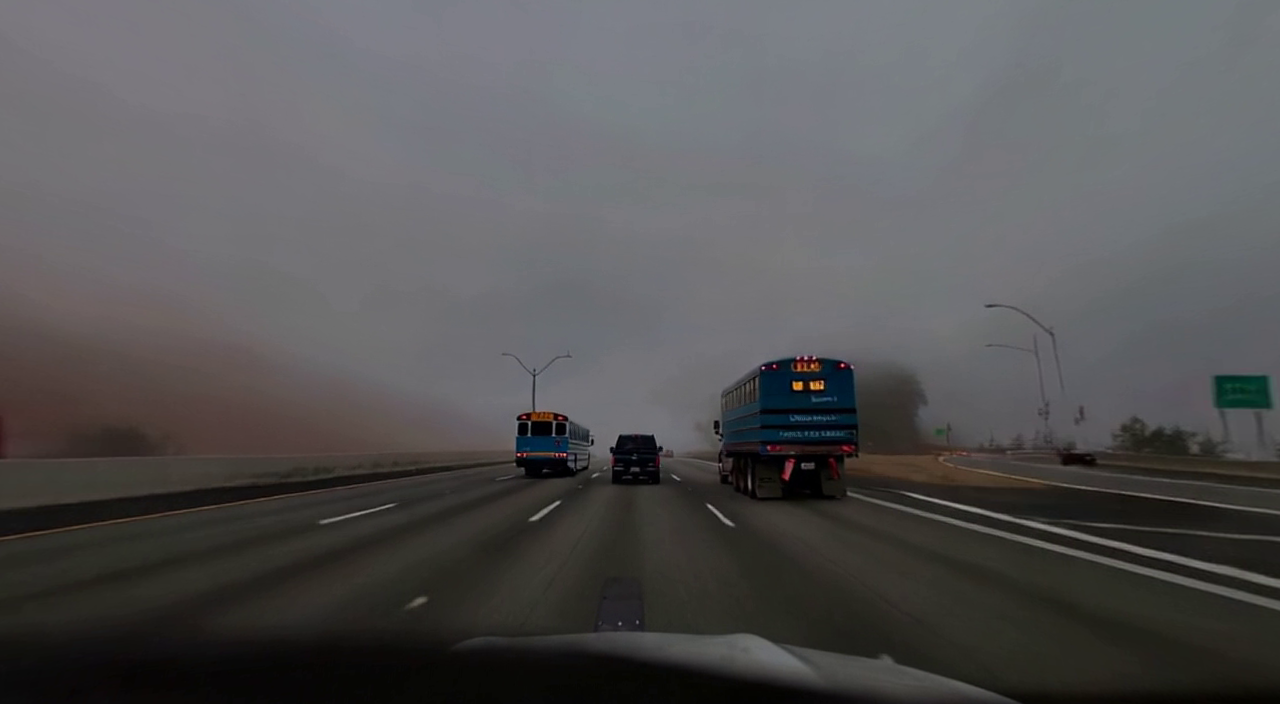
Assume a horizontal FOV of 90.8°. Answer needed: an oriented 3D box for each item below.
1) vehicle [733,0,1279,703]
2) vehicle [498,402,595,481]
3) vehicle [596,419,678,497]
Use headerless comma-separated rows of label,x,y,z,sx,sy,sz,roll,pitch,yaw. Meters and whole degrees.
vehicle,3.942,0.576,9.279,3.006,4.101,13.245,0,-8,-1
vehicle,-3.872,4.033,28.302,2.947,3.009,7.991,0,-8,1
vehicle,-0.152,2.980,18.018,2.037,1.929,4.343,0,-8,-2
